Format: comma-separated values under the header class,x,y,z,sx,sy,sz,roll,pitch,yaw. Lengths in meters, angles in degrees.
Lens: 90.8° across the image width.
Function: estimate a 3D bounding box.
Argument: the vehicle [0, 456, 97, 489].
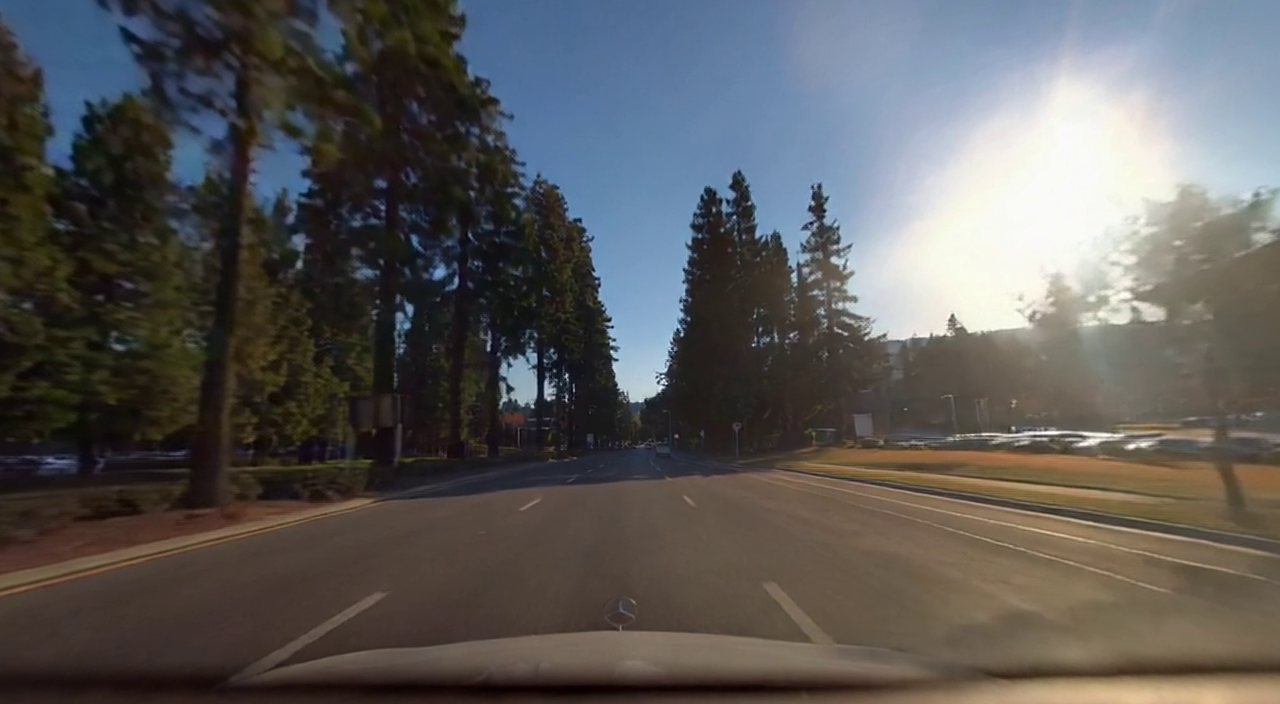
class,x,y,z,sx,sy,sz,roll,pitch,yaw
vehicle,-32.884,6.597,34.839,1.994,1.599,4.308,-2,-9,0
